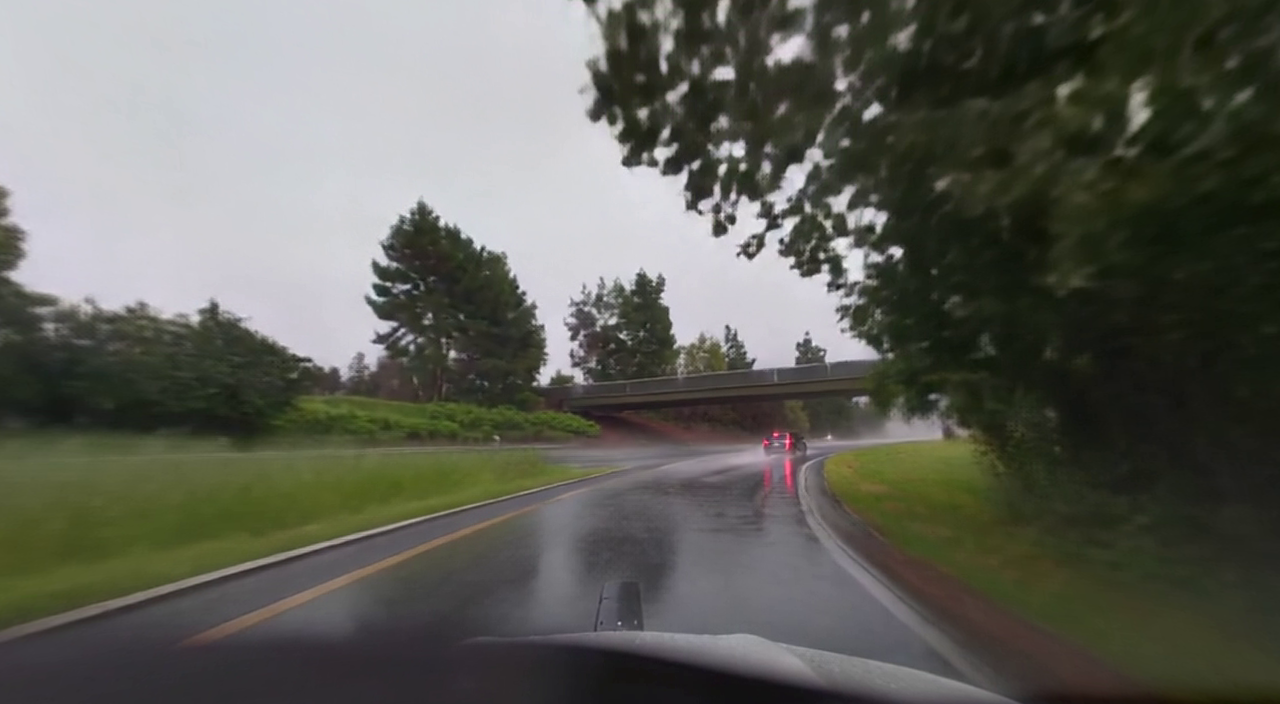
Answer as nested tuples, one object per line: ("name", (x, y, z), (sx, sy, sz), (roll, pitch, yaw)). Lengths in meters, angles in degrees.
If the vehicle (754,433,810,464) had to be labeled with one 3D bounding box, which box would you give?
("vehicle", (7.347, 4.978, 32.366), (1.980, 1.449, 3.650), (-5, -10, 25))
